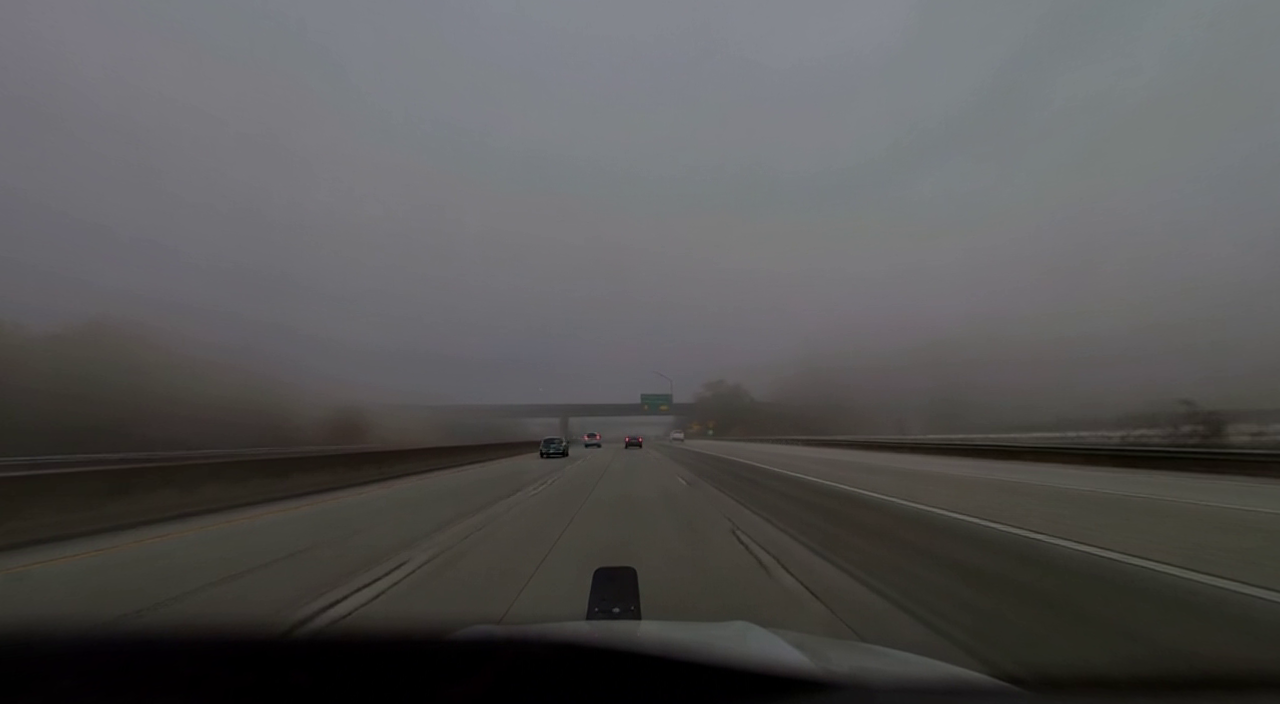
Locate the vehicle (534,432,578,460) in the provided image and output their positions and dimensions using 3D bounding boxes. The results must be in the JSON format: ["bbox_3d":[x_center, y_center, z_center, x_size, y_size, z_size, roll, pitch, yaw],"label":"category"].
[{"bbox_3d":[-4.733,5.340,35.951,1.933,1.473,4.023,0,-8,0],"label":"vehicle"}]
